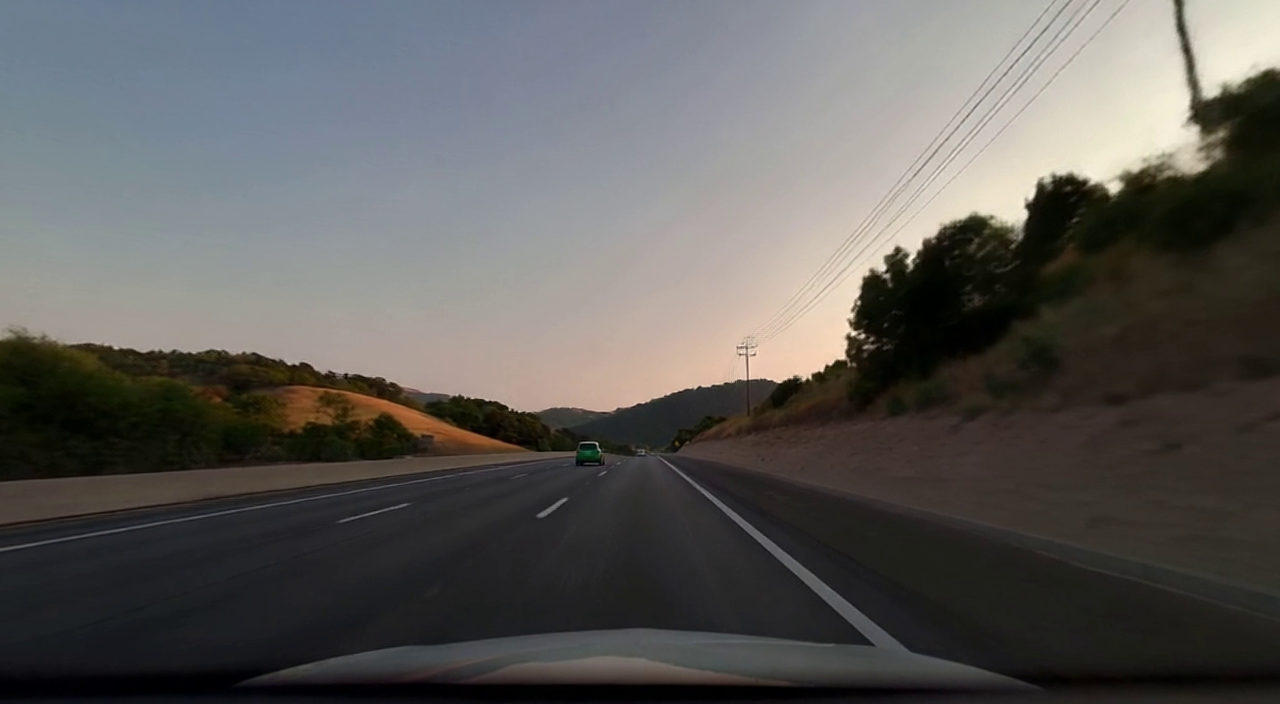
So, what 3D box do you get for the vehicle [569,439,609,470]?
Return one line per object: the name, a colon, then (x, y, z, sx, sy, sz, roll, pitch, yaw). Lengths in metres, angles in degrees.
vehicle: (-3.226, 6.588, 40.764, 2.136, 1.845, 4.515, 0, -8, 1)
